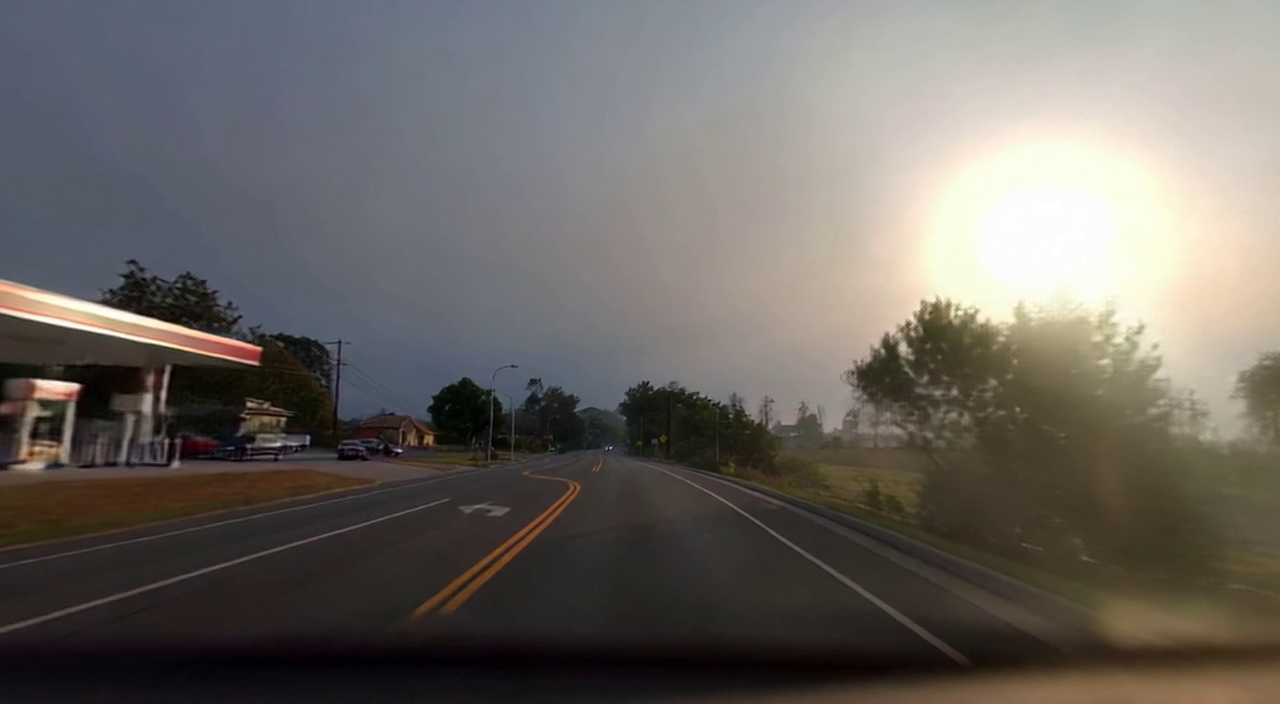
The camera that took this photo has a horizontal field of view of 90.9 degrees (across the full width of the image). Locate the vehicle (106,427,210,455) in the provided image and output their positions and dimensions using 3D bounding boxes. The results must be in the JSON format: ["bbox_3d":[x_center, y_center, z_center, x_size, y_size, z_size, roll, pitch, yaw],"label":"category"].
[{"bbox_3d":[-27.998,5.186,36.680,4.505,1.523,1.873,8,-12,-42],"label":"vehicle"}]

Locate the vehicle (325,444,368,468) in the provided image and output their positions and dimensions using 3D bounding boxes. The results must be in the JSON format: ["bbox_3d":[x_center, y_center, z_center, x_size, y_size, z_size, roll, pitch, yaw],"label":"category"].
[{"bbox_3d":[-19.319,6.882,41.702,1.885,1.490,4.474,4,-10,-17],"label":"vehicle"}]

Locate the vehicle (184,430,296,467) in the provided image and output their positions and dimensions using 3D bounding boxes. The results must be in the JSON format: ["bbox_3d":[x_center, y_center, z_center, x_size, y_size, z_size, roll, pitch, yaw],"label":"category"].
[{"bbox_3d":[-21.702,5.244,34.320,4.907,1.827,2.121,6,-10,-34],"label":"vehicle"}]
